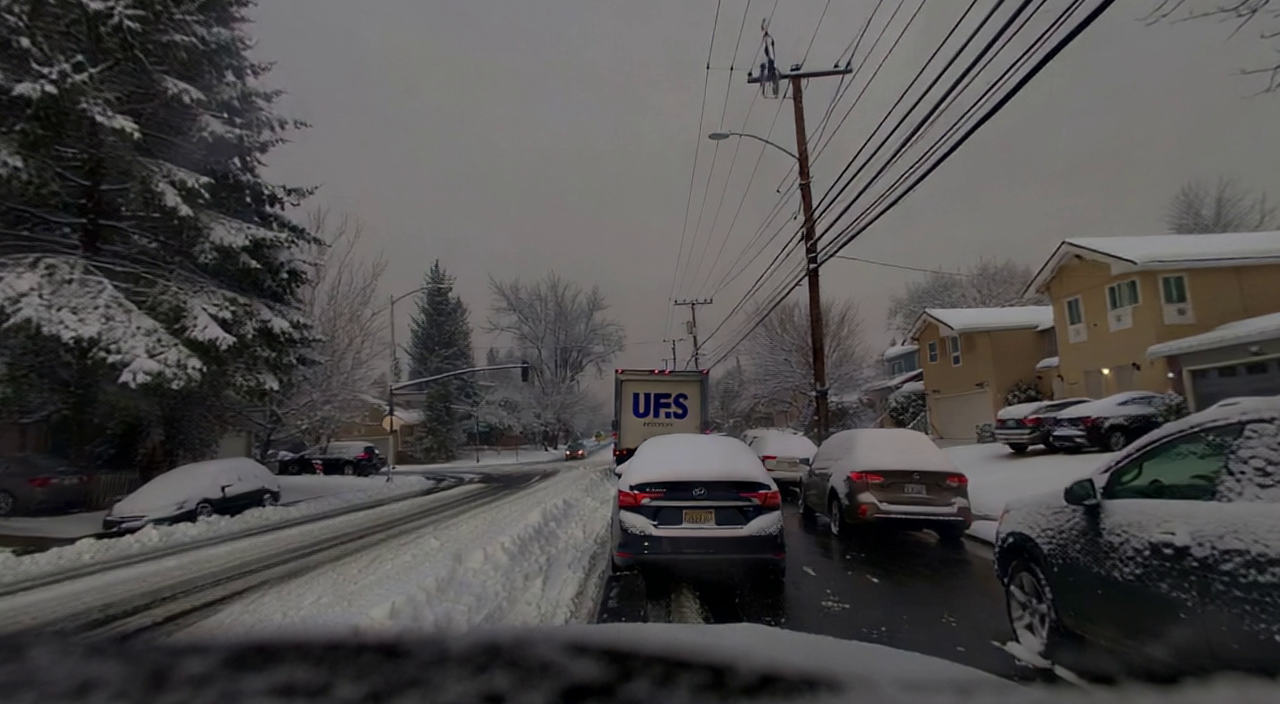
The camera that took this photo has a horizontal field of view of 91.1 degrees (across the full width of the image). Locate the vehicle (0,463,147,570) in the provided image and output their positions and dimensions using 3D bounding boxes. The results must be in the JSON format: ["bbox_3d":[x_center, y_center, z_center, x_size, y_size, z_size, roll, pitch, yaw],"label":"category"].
[{"bbox_3d":[-10.352,2.492,9.490,1.925,1.482,4.753,0,-8,0],"label":"vehicle"}]

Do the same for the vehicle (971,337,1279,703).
[{"bbox_3d":[3.315,0.768,1.927,2.069,1.722,4.888,0,-8,2],"label":"vehicle"}]

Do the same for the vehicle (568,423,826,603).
[{"bbox_3d":[0.472,1.681,7.529,2.158,1.499,4.377,0,-8,0],"label":"vehicle"}]

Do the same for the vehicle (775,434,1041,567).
[{"bbox_3d":[3.503,2.010,9.354,1.993,1.479,4.487,0,-8,0],"label":"vehicle"}]

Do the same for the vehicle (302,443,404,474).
[{"bbox_3d":[-17.428,6.466,38.305,5.274,1.793,1.921,0,-8,3],"label":"vehicle"}]
